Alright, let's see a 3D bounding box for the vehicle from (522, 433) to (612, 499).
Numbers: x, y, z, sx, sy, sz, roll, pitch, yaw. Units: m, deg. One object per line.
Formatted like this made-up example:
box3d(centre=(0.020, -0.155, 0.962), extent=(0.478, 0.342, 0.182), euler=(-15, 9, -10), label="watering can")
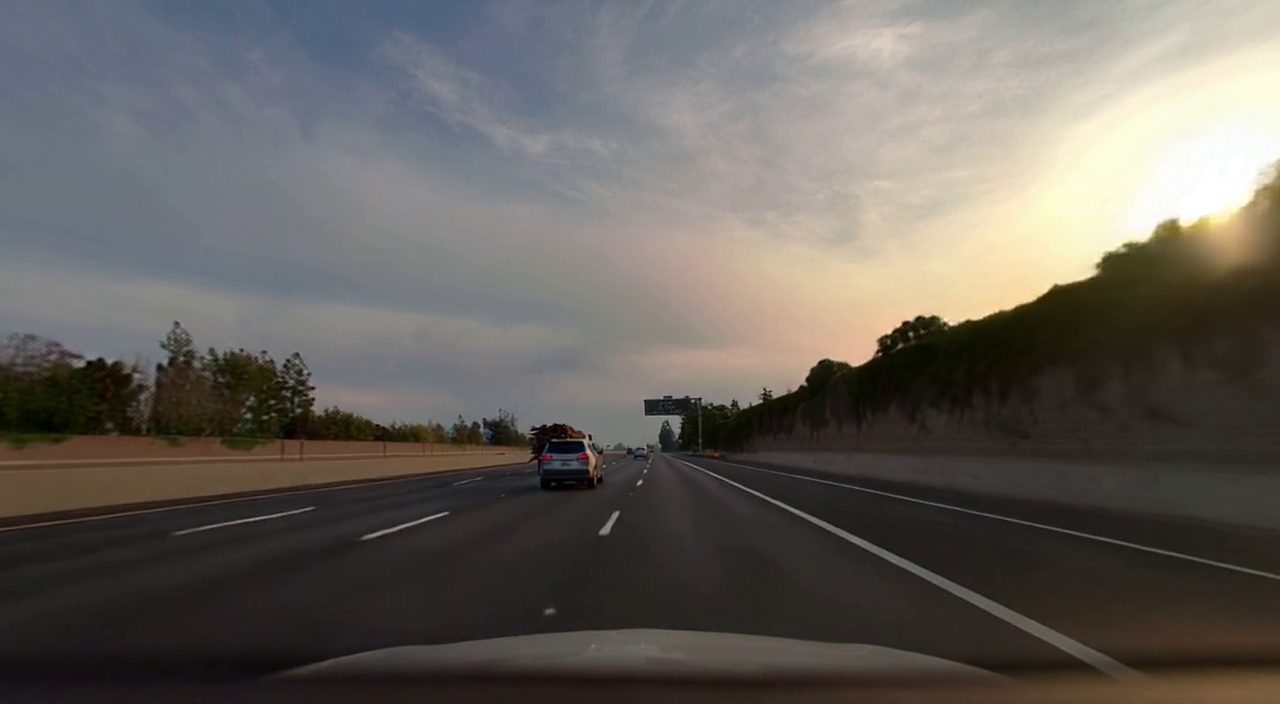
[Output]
box3d(centre=(-2.117, 3.463, 19.586), extent=(2.114, 1.787, 4.365), euler=(-1, -8, 2), label="vehicle")
